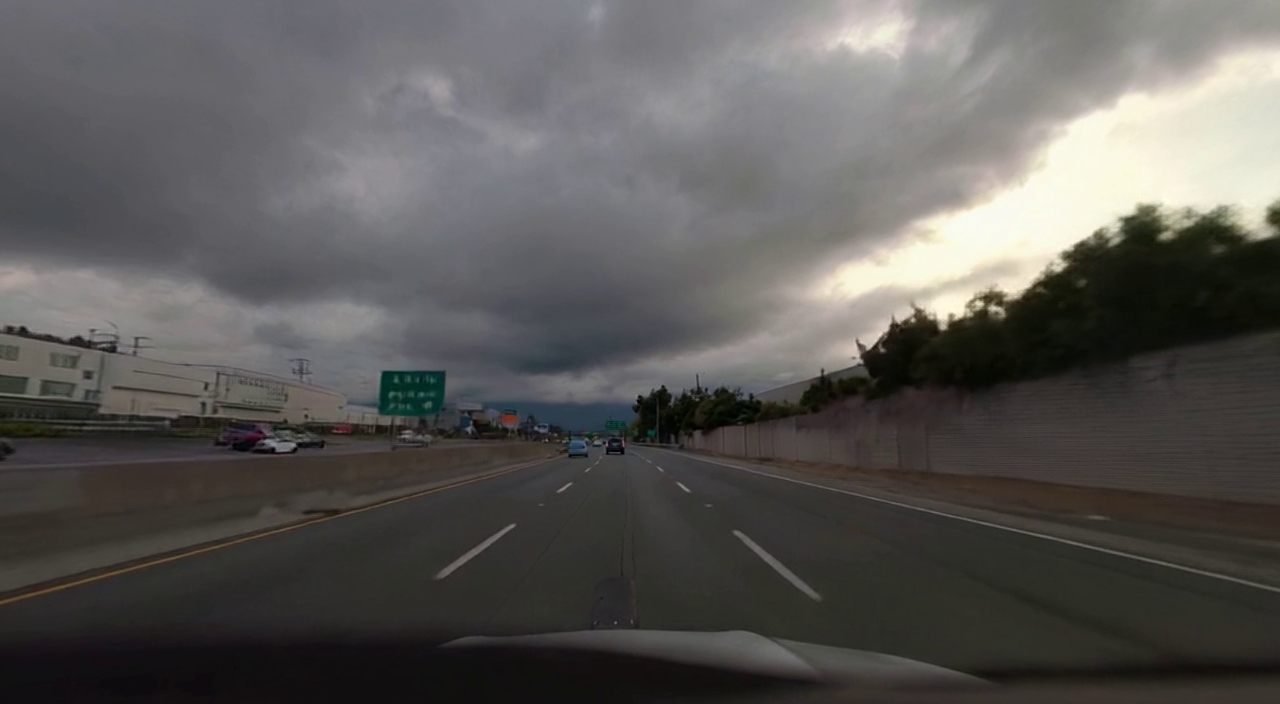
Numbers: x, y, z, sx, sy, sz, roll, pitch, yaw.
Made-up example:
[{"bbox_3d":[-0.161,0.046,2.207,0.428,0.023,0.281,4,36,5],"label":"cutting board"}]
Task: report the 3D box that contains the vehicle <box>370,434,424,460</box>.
[{"bbox_3d":[-15.702,6.156,40.868,1.882,1.538,4.369,0,-8,-2],"label":"vehicle"}]
